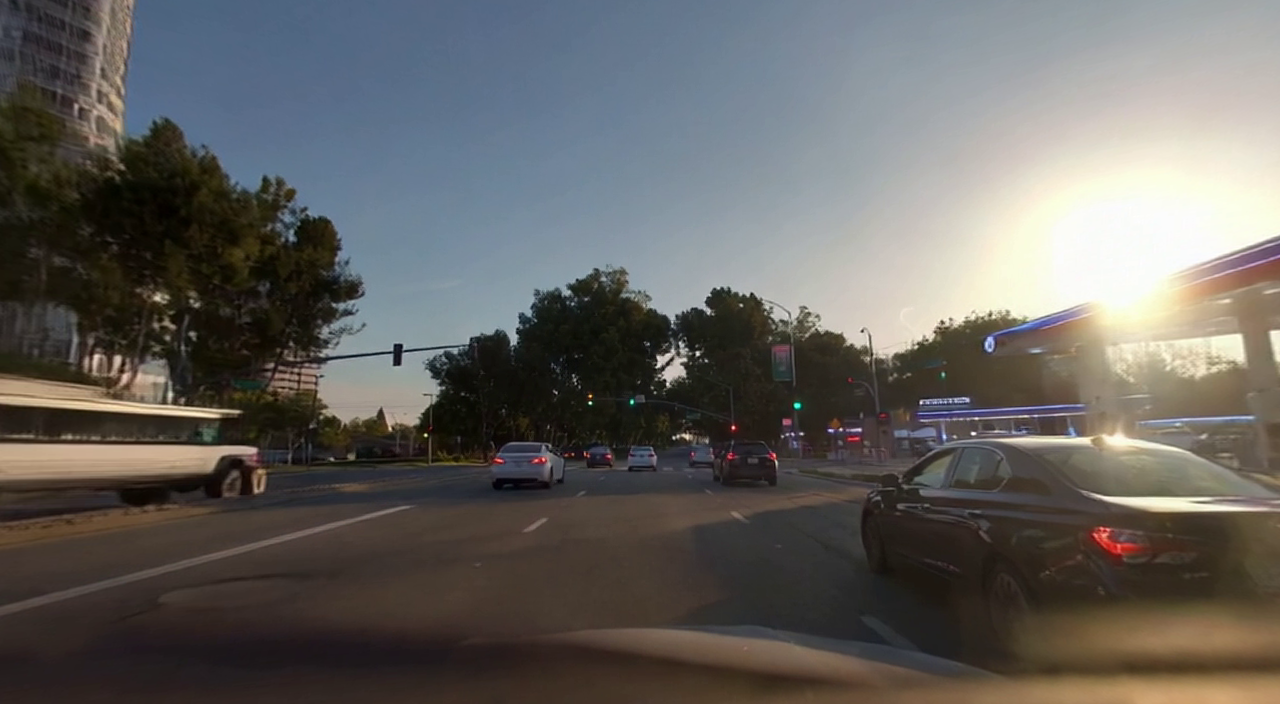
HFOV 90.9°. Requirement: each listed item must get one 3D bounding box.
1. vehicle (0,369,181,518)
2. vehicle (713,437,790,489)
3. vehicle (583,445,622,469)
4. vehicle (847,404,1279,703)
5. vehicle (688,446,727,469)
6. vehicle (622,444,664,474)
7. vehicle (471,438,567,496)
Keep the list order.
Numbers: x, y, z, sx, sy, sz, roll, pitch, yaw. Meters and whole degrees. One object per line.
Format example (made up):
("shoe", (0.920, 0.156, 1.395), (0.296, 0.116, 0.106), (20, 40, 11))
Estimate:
("vehicle", (-16.054, 2.085, 14.260), (3.228, 3.319, 10.706), (0, -8, 0))
("vehicle", (3.925, 3.995, 22.991), (2.022, 1.683, 4.171), (0, -8, 0))
("vehicle", (-2.444, 6.938, 41.818), (2.192, 1.463, 4.211), (-1, -8, 2))
("vehicle", (3.510, 1.327, 5.103), (2.038, 1.499, 4.868), (0, -8, 1))
("vehicle", (4.449, 7.052, 42.264), (2.174, 1.462, 4.400), (0, -8, 1))
("vehicle", (0.190, 5.743, 34.121), (2.104, 1.477, 4.591), (0, -8, 1))
("vehicle", (-3.617, 3.515, 19.684), (2.023, 1.607, 4.086), (-1, -8, 2))
